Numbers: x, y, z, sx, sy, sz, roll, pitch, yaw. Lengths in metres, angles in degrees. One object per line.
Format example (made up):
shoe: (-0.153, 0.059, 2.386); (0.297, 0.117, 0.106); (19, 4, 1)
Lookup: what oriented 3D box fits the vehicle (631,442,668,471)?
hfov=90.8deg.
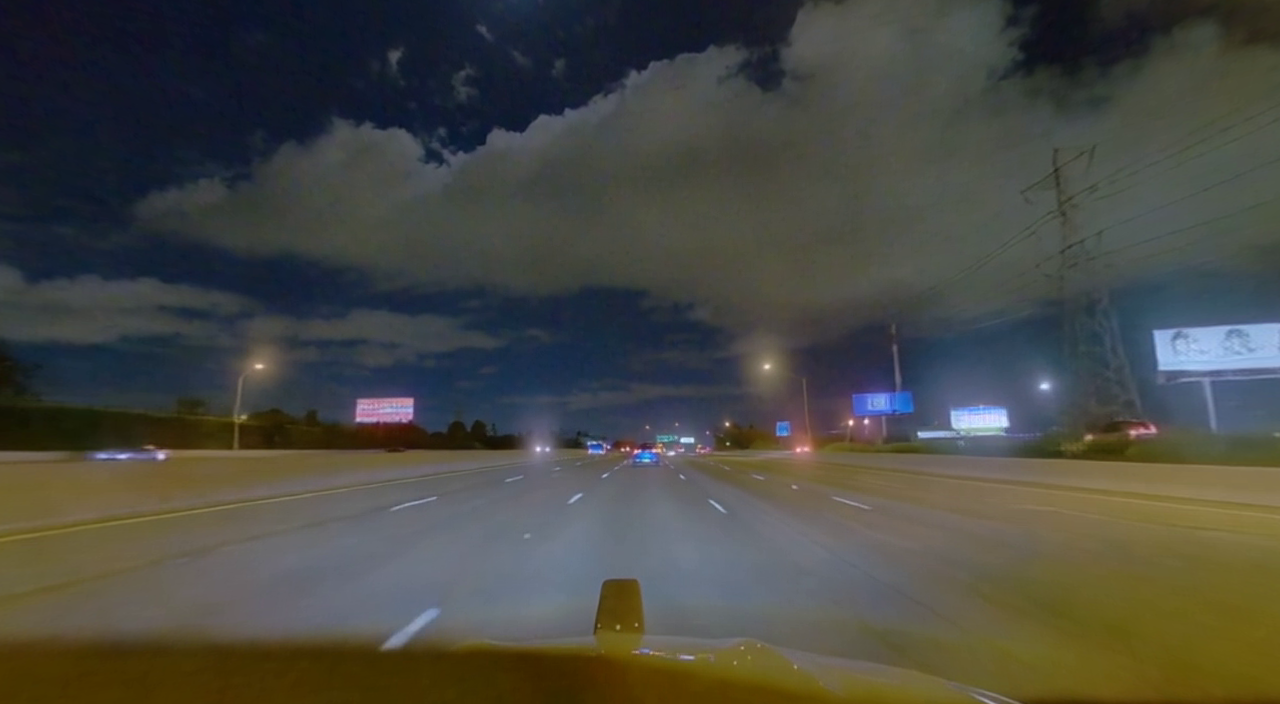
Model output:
vehicle: (0.572, 6.081, 36.794); (2.074, 1.574, 3.971); (0, -9, 1)

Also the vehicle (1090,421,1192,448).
vehicle: (29.558, 4.967, 37.501); (2.072, 1.495, 4.732); (0, -9, -2)
